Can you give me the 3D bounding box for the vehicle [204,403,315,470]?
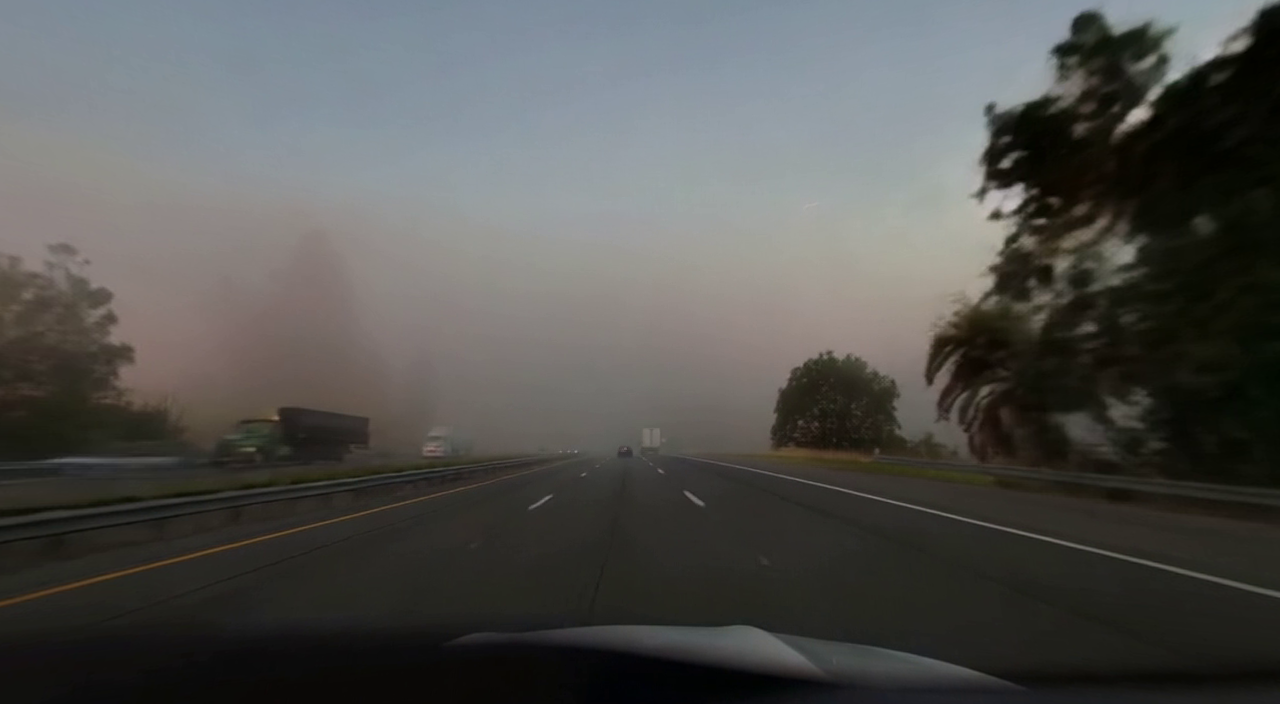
[{"bbox_3d":[-25.037,5.625,41.866,3.491,4.038,6.170,-1,-9,-1],"label":"vehicle"}]
